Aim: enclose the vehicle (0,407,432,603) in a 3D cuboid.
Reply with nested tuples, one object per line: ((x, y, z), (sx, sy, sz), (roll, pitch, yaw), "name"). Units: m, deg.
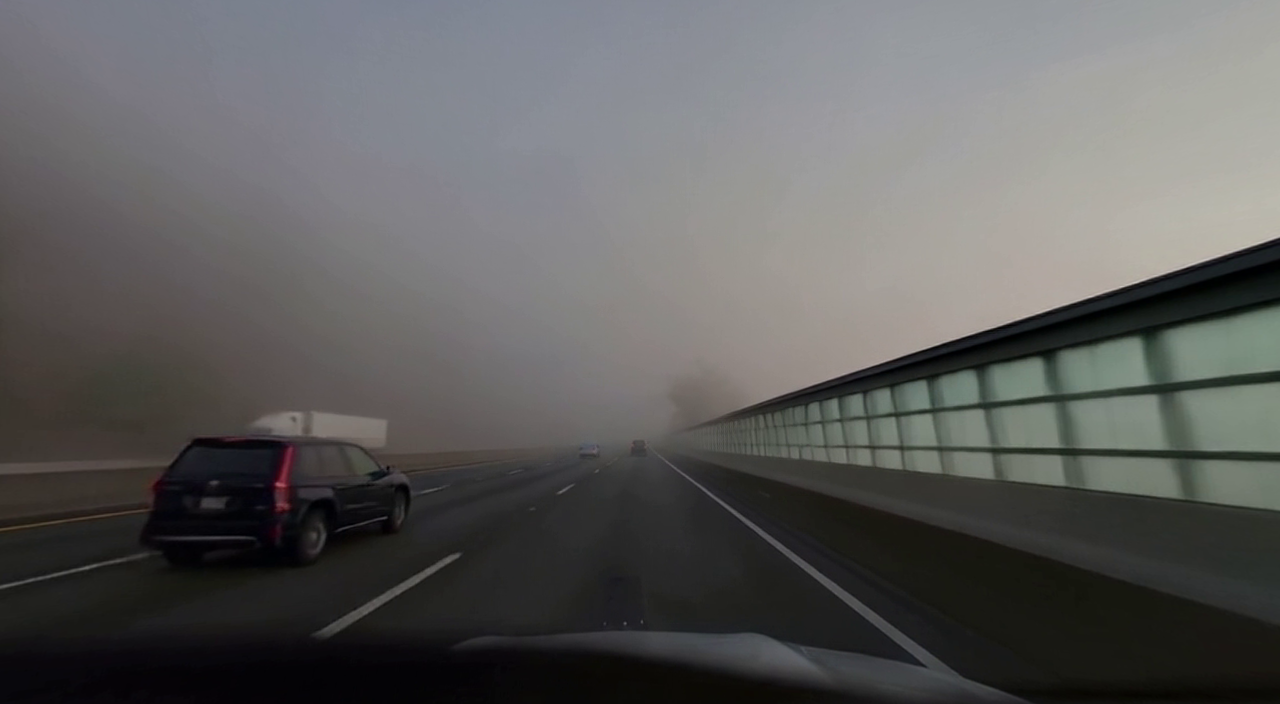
((-4.184, 1.533, 7.200), (2.059, 1.541, 4.296), (0, -8, 1), "vehicle")
